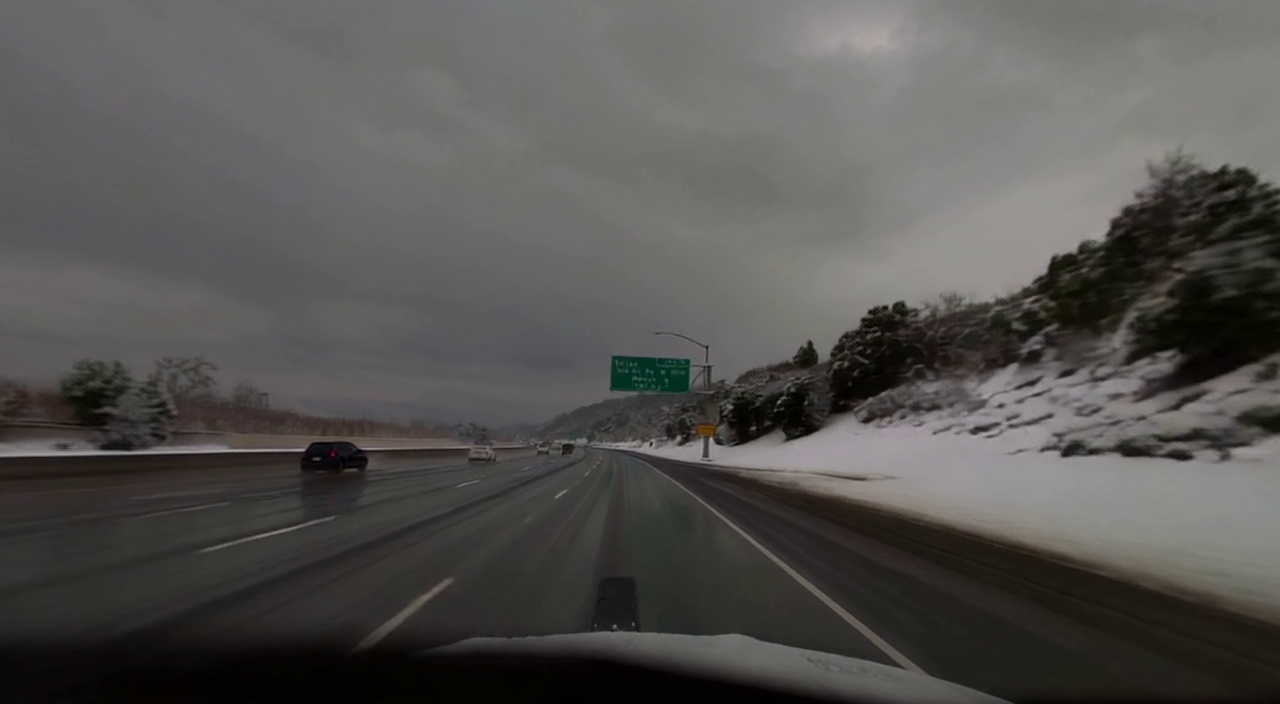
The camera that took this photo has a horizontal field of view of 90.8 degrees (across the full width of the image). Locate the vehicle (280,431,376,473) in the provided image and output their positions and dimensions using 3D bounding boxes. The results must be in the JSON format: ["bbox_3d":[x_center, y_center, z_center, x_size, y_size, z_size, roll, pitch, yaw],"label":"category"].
[{"bbox_3d":[-15.735,5.095,32.302,2.240,1.953,5.452,0,-8,-1],"label":"vehicle"}]

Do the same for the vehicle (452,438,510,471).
[{"bbox_3d":[-8.683,5.626,34.864,2.104,1.715,4.319,0,-8,-1],"label":"vehicle"}]
